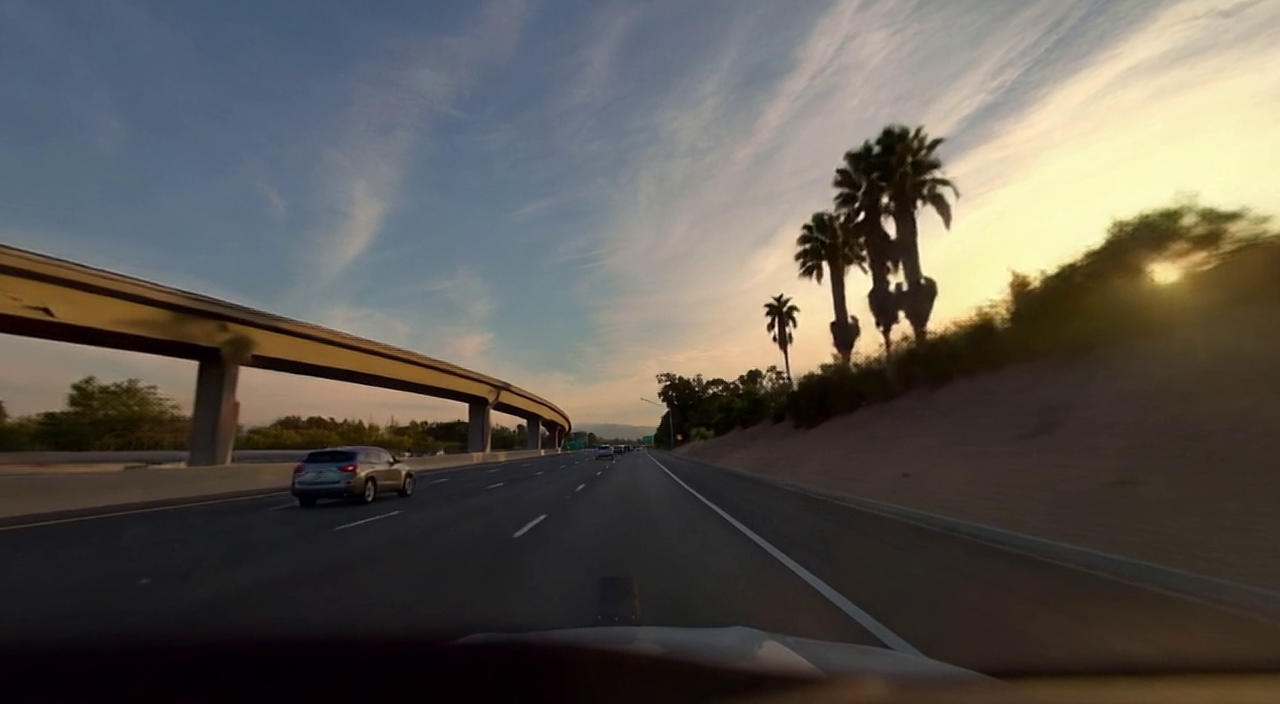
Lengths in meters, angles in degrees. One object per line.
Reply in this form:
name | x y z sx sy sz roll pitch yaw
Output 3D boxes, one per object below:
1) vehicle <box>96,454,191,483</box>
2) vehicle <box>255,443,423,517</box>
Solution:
vehicle | -28.847 6.736 36.893 1.897 1.522 4.549 0 -9 -1
vehicle | -6.908 2.945 15.116 1.914 1.503 4.268 0 -9 0
